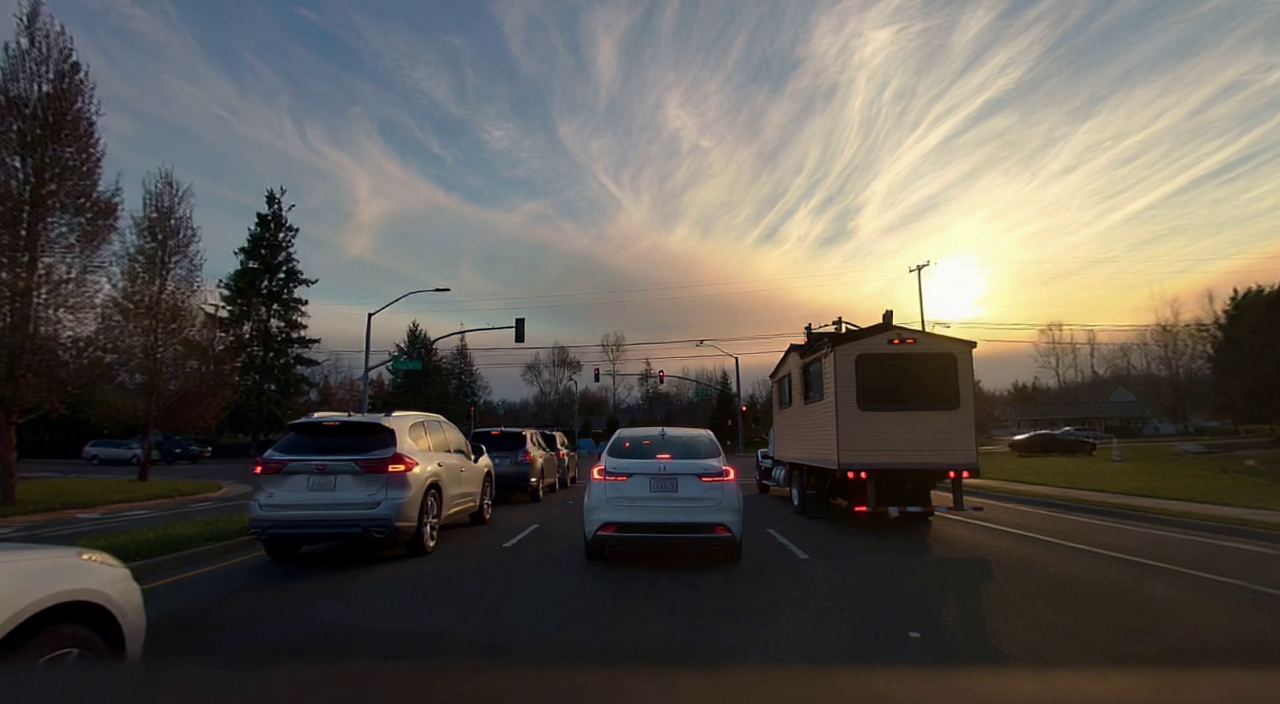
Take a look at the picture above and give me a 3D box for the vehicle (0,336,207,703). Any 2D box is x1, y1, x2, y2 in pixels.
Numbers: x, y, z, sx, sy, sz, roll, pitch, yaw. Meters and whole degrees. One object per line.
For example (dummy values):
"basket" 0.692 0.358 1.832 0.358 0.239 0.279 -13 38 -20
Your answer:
"vehicle" -3.437 0.671 1.482 1.952 1.730 4.116 0 -9 -1

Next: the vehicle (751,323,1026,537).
"vehicle" 3.676 1.400 10.999 2.531 2.750 5.595 0 -9 1

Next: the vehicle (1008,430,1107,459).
"vehicle" 24.016 5.343 36.401 4.426 1.570 1.818 0 -8 -3

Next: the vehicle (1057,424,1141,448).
"vehicle" 33.210 6.125 45.865 4.671 1.595 1.824 -5 -10 31

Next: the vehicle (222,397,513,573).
"vehicle" -3.282 1.712 8.847 2.085 1.812 4.388 0 -9 0

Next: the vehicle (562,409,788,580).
"vehicle" 0.345 1.704 8.320 2.189 1.649 4.171 0 -9 0
